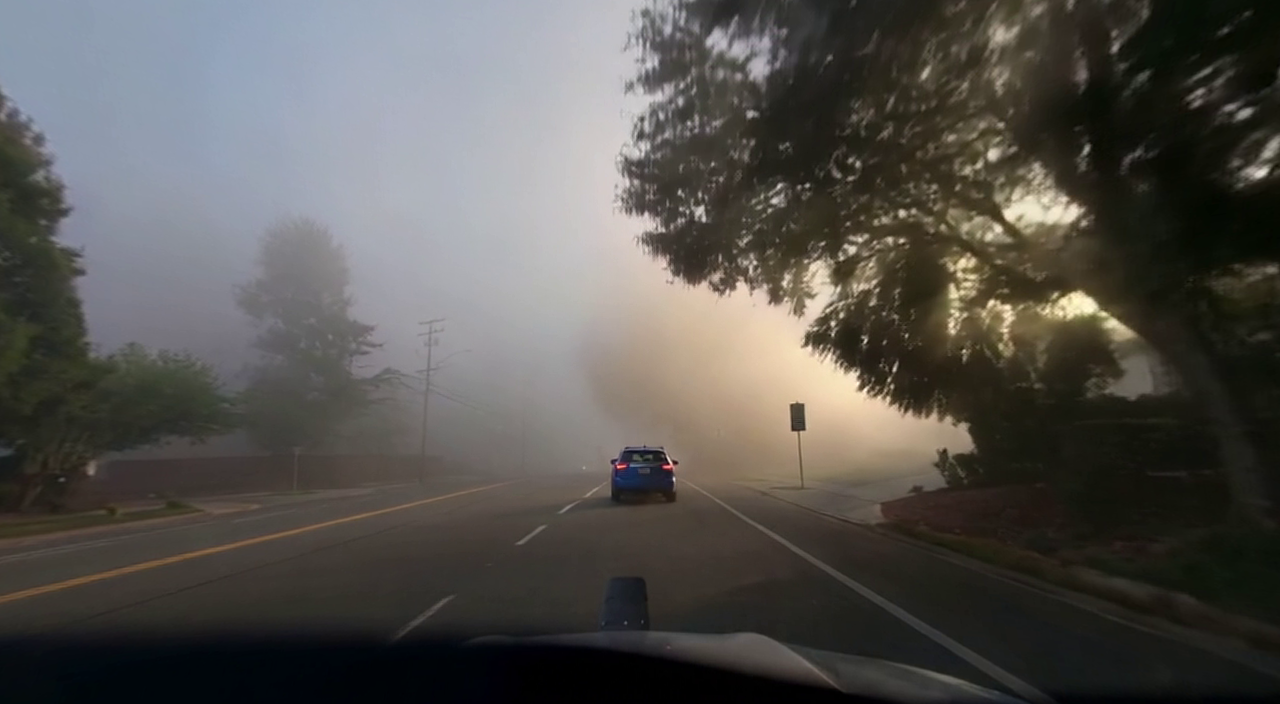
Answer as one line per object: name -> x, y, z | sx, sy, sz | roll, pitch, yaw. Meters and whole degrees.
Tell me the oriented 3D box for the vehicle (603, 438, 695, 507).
vehicle -> 0.228, 3.231, 17.333 | 2.200, 1.653, 4.127 | 0, -9, 0
